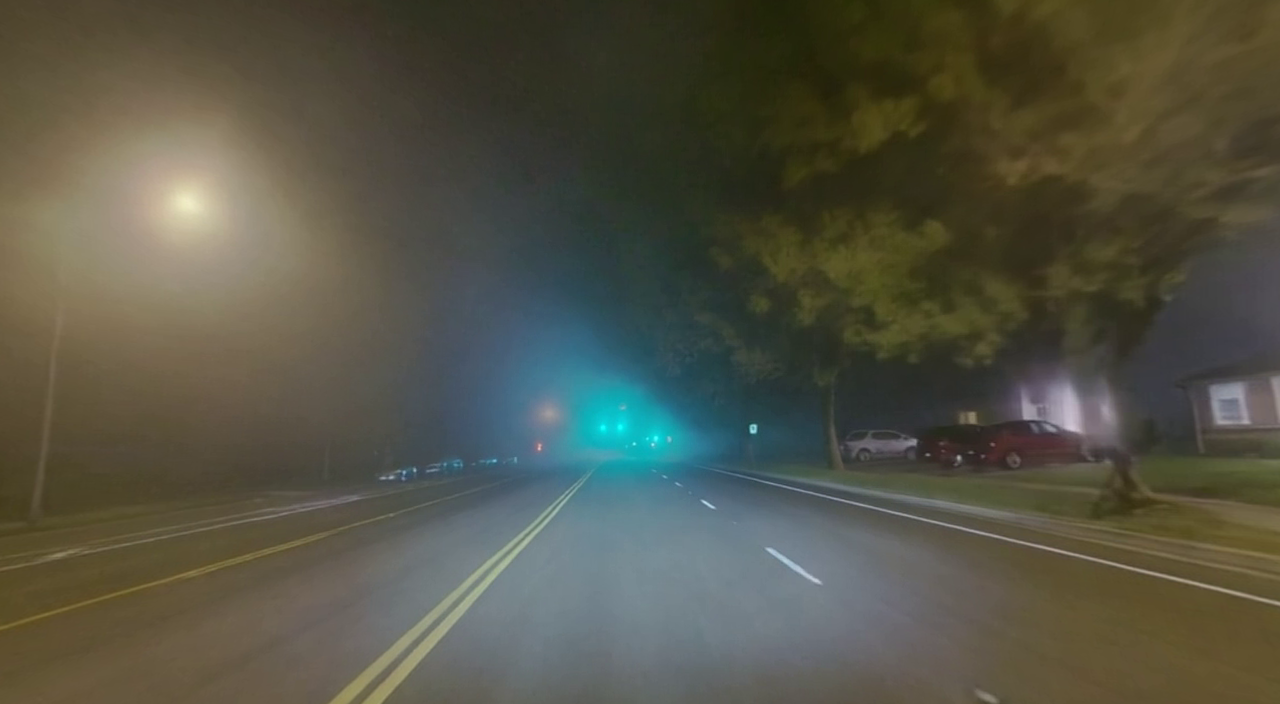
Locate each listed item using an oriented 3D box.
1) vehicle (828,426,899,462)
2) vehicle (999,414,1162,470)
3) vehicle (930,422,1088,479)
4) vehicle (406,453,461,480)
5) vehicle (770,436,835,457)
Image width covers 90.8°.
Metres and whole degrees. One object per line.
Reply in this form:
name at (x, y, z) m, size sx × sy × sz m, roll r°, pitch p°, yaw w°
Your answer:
vehicle at (11.396, 4.740, 32.587) m, size 2.044 × 1.716 × 4.637 m, roll 0°, pitch -8°, yaw 1°
vehicle at (13.184, 2.760, 19.306) m, size 1.889 × 1.499 × 4.218 m, roll 0°, pitch -8°, yaw 0°
vehicle at (10.677, 2.913, 18.772) m, size 1.847 × 1.455 × 4.650 m, roll 0°, pitch -8°, yaw -1°
vehicle at (-12.310, 6.841, 37.941) m, size 1.851 × 1.459 × 4.295 m, roll 0°, pitch -8°, yaw -1°
vehicle at (11.970, 6.968, 46.673) m, size 4.237 × 1.476 × 1.743 m, roll 0°, pitch -8°, yaw -1°
